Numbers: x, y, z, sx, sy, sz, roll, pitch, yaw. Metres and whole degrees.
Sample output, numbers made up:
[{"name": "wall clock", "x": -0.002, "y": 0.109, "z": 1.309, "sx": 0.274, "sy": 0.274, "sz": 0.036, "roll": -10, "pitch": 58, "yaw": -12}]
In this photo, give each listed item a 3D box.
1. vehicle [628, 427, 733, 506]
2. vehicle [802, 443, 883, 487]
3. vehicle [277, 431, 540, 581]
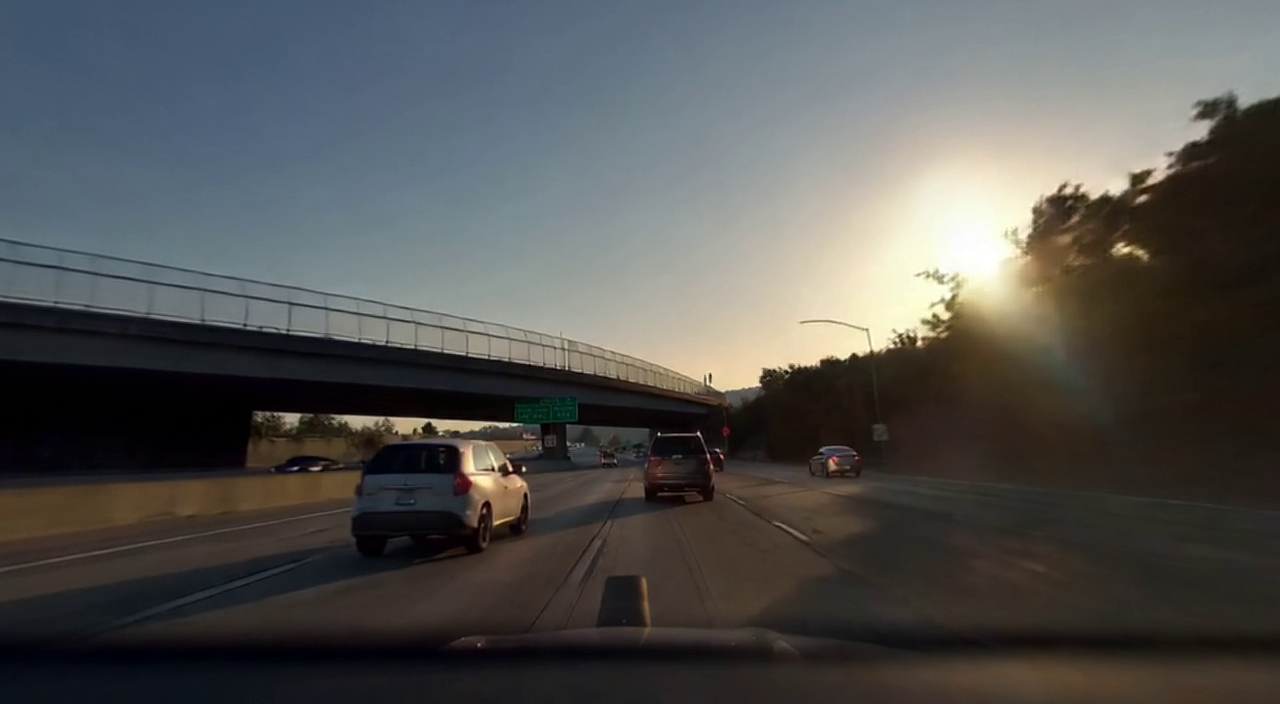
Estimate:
[{"name": "vehicle", "x": 1.075, "y": 3.456, "z": 19.449, "sx": 2.732, "sy": 2.065, "sz": 5.826, "roll": 0, "pitch": -9, "yaw": 0}, {"name": "vehicle", "x": 8.947, "y": 5.006, "z": 28.211, "sx": 2.133, "sy": 1.770, "sz": 4.537, "roll": 0, "pitch": -9, "yaw": 0}, {"name": "vehicle", "x": -2.904, "y": 2.019, "z": 9.082, "sx": 2.099, "sy": 1.640, "sz": 4.134, "roll": 0, "pitch": -9, "yaw": 2}]
